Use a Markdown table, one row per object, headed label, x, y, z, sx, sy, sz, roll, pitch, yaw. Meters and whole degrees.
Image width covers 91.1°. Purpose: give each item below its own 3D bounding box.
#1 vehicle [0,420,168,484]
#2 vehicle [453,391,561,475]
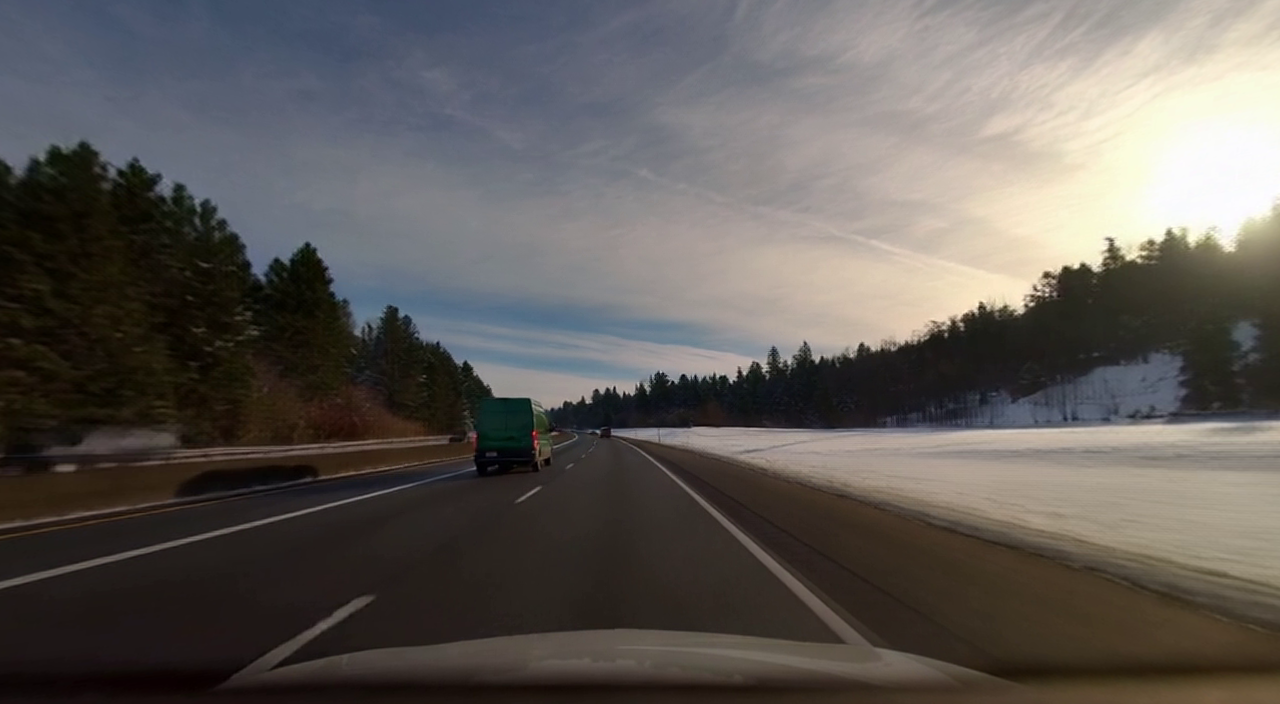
| label | x | y | z | sx | sy | sz | roll | pitch | yaw |
| --- | --- | --- | --- | --- | --- | --- | --- | --- | --- |
| vehicle | -15.320 | 2.669 | 17.107 | 1.825 | 1.536 | 4.043 | 0 | -8 | -1 |
| vehicle | -4.337 | 2.790 | 21.644 | 2.561 | 2.509 | 5.465 | 0 | -8 | -1 |
